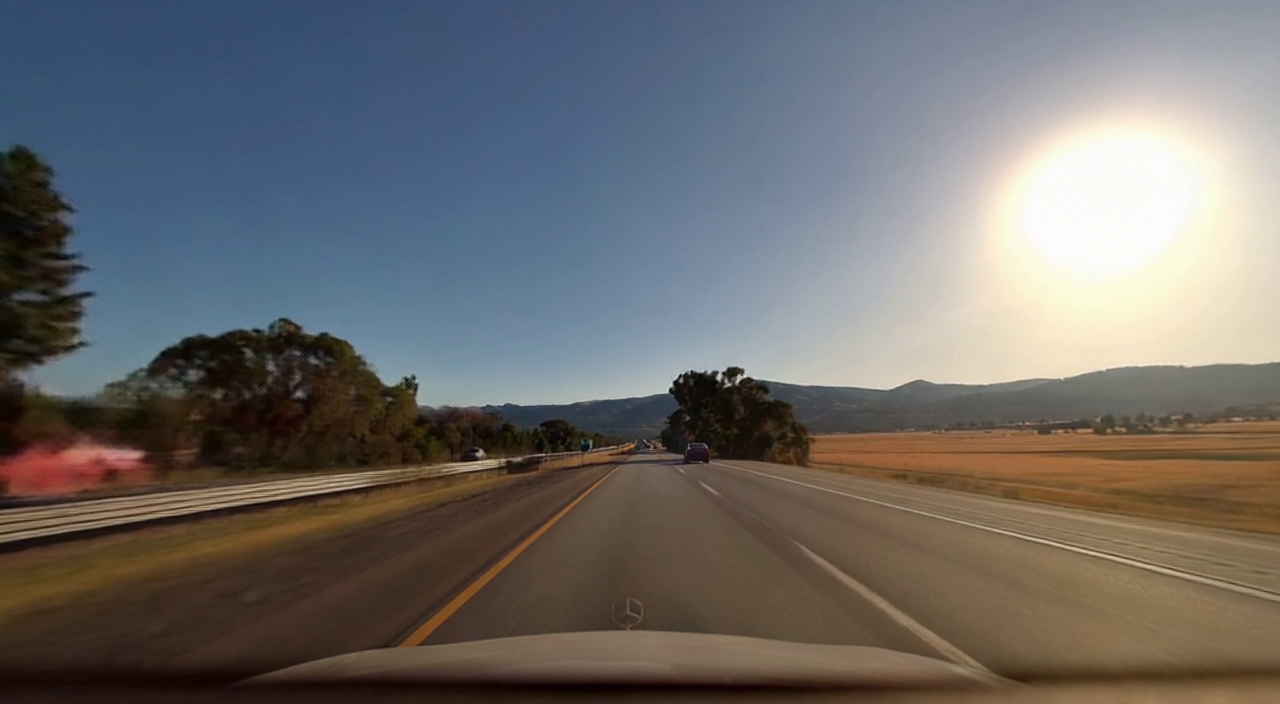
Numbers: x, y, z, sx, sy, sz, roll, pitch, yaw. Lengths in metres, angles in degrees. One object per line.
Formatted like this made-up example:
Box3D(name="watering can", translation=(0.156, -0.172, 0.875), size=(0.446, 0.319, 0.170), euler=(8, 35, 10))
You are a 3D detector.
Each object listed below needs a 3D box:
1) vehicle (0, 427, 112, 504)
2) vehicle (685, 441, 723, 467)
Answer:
Box3D(name="vehicle", translation=(-17.421, 3.008, 16.735), size=(2.361, 1.937, 5.075), euler=(-1, -8, 1))
Box3D(name="vehicle", translation=(4.298, 6.951, 43.120), size=(2.157, 1.640, 4.056), euler=(0, -8, 0))
